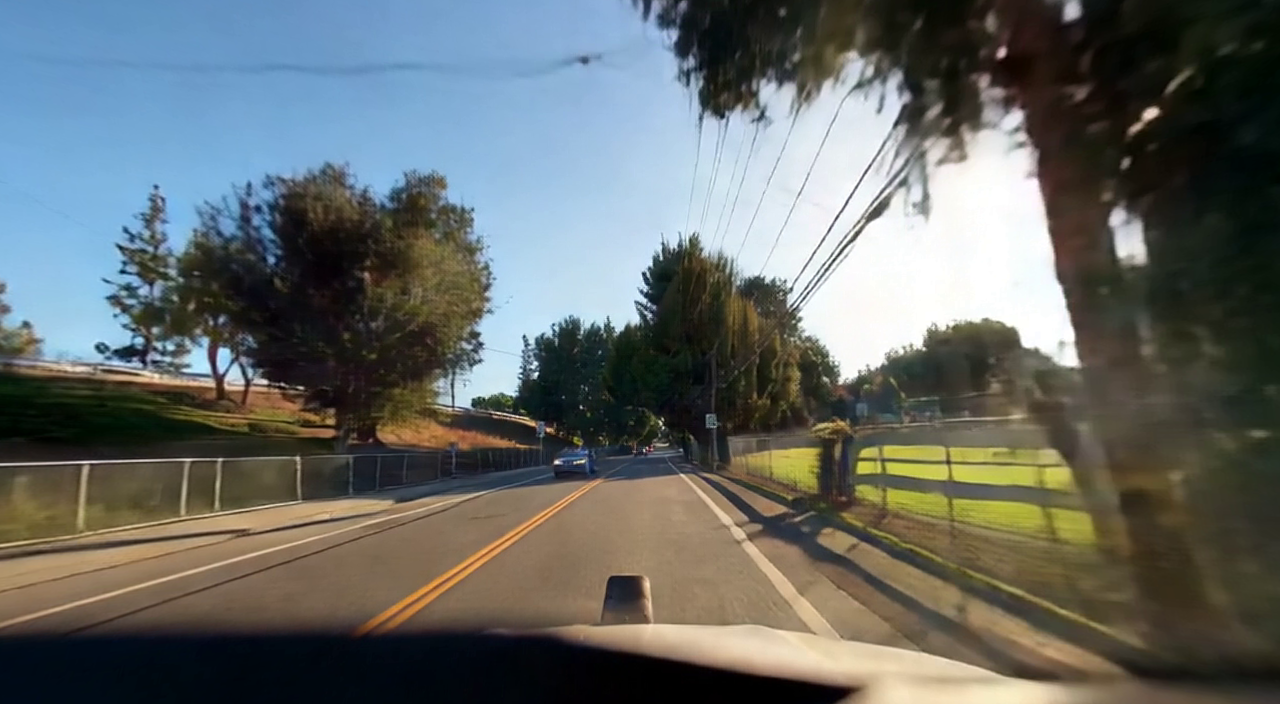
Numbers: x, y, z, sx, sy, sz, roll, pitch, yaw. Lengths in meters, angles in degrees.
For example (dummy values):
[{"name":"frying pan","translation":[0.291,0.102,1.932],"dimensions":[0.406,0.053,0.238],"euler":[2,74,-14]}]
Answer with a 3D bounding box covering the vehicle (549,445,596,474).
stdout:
[{"name":"vehicle","translation":[-3.687,5.938,35.200],"dimensions":[1.975,1.481,4.445],"euler":[-1,-9,3]}]
